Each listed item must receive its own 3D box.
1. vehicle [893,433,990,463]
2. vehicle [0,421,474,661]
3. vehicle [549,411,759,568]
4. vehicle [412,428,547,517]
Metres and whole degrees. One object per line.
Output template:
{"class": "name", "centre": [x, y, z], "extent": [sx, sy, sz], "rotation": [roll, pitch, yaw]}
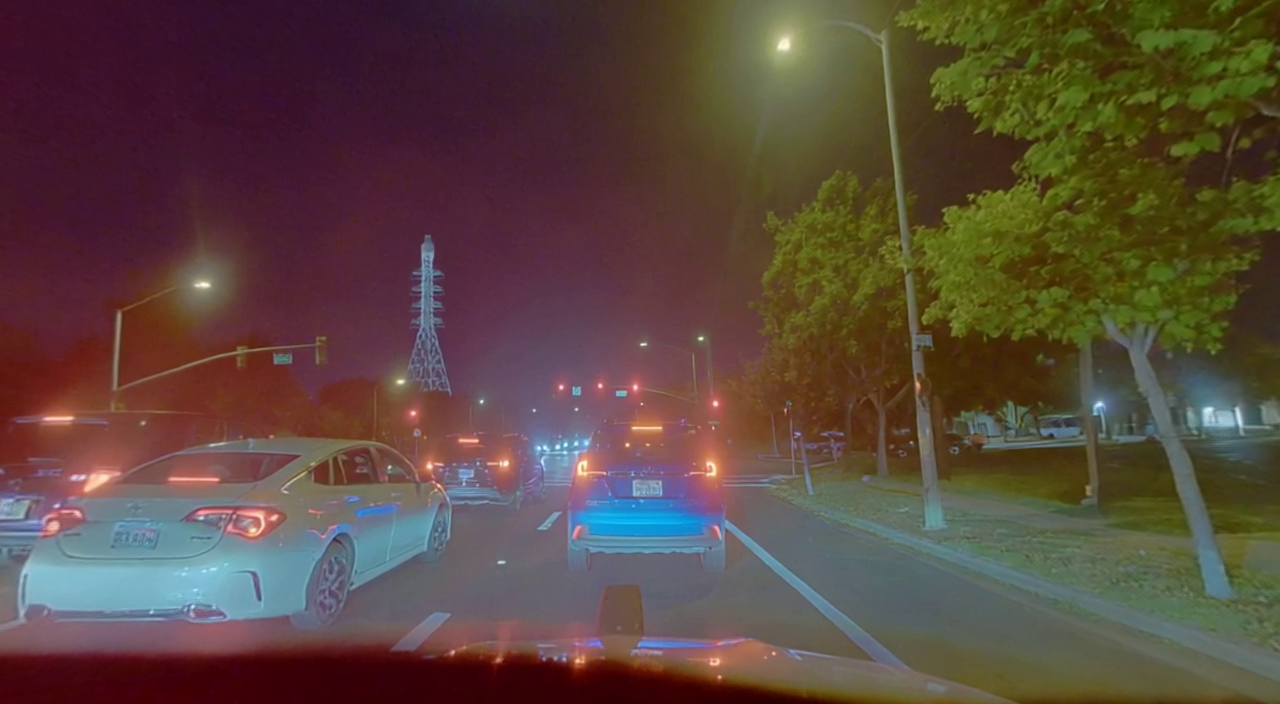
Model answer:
{"class": "vehicle", "centre": [15.087, 4.812, 31.716], "extent": [3.858, 1.437, 1.899], "rotation": [0, -8, -4]}
{"class": "vehicle", "centre": [-3.176, 1.502, 6.218], "extent": [1.973, 1.469, 4.448], "rotation": [0, -8, -2]}
{"class": "vehicle", "centre": [0.082, 1.782, 8.960], "extent": [2.239, 1.661, 4.224], "rotation": [0, -8, -2]}
{"class": "vehicle", "centre": [-3.257, 2.525, 13.687], "extent": [1.997, 1.636, 3.760], "rotation": [0, -8, -1]}
